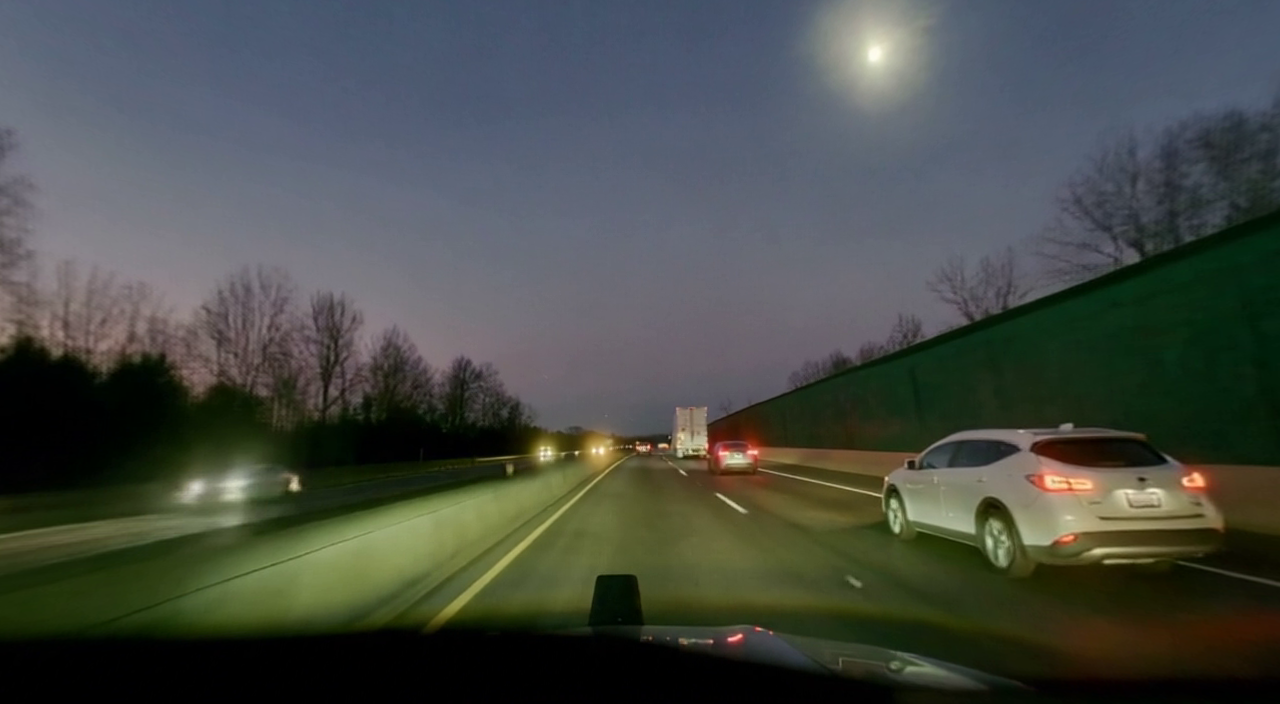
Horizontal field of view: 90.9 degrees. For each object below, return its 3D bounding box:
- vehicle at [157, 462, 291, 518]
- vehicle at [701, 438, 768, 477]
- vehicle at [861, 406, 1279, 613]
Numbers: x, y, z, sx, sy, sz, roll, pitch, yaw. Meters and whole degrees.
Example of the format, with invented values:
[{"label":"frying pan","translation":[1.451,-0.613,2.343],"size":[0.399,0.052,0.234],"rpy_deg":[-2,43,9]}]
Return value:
[{"label":"vehicle","translation":[-12.981,4.298,19.993],"size":[1.777,1.465,3.889],"rpy_deg":[1,-8,-4]},{"label":"vehicle","translation":[3.865,4.367,26.428],"size":[2.000,1.473,4.440],"rpy_deg":[1,-8,-2]},{"label":"vehicle","translation":[4.163,1.478,6.818],"size":[1.940,1.539,4.005],"rpy_deg":[1,-8,-2]}]
